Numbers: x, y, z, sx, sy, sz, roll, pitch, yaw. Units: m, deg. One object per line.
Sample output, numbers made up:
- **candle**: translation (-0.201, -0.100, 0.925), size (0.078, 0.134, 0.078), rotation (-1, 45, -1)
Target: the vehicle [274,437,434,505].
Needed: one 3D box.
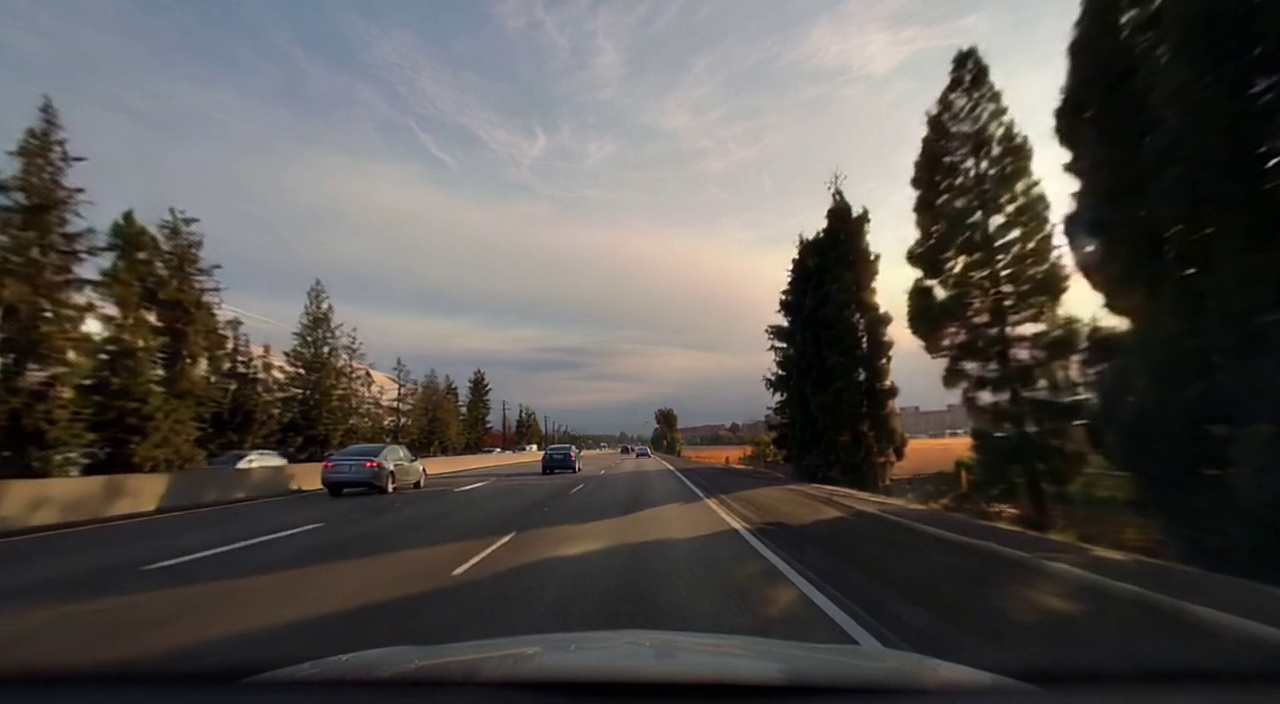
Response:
- **vehicle**: translation (-7.307, 3.060, 16.735), size (2.034, 1.523, 4.627), rotation (0, -9, 1)

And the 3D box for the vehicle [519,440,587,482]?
- **vehicle**: translation (-3.554, 4.526, 26.539), size (2.083, 1.588, 4.801), rotation (0, -9, 1)

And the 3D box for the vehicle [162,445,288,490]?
- **vehicle**: translation (-15.550, 4.300, 23.895), size (1.833, 1.510, 4.232), rotation (0, -9, 1)
